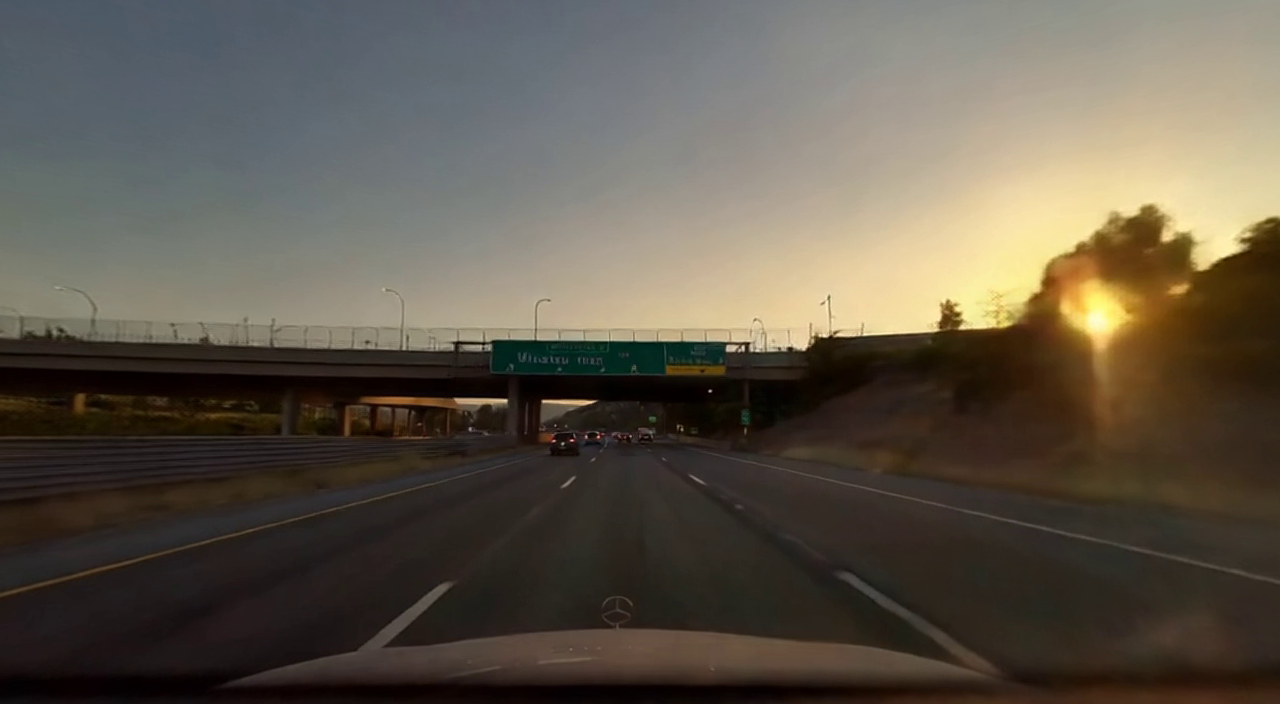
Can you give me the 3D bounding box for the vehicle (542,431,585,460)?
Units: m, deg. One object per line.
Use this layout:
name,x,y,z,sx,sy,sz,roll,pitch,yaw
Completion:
vehicle,-4.424,5.513,37.196,2.062,1.591,4.156,0,-8,-1
